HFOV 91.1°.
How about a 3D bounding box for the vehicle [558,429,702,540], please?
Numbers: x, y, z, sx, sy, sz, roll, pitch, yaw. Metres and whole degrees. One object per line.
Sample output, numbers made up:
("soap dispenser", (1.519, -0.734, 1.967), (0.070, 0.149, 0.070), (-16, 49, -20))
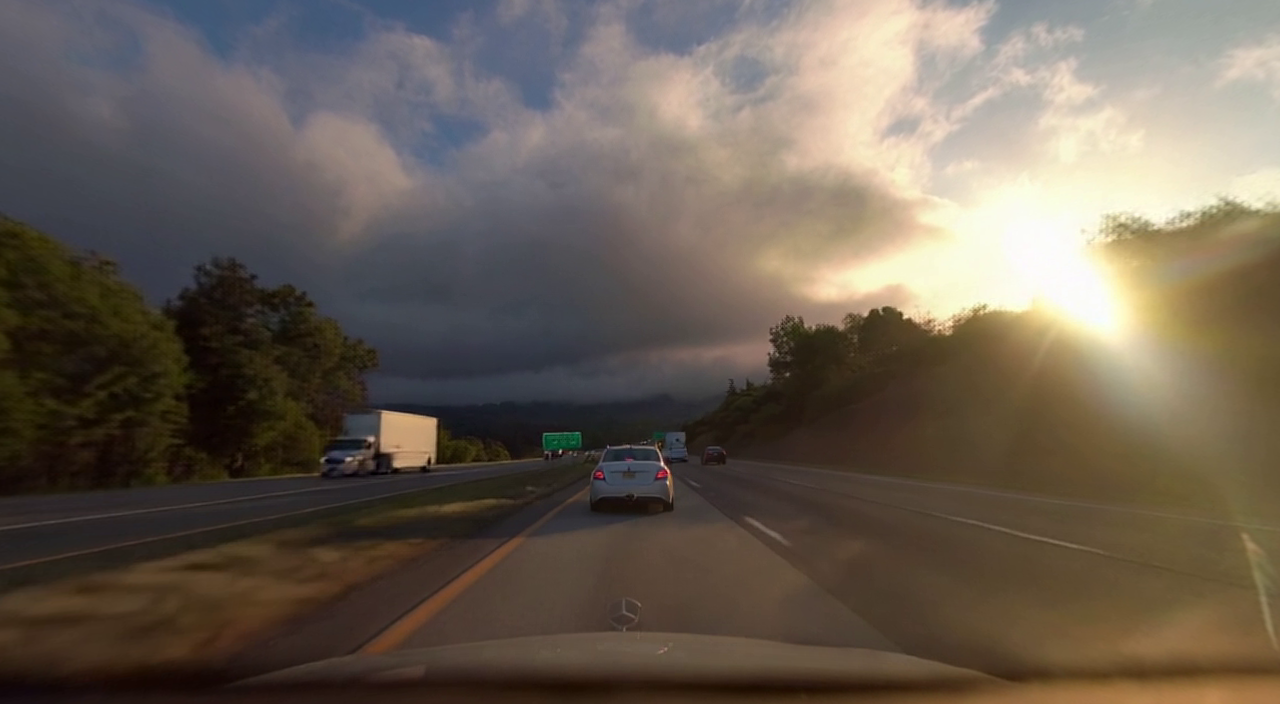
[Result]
("vehicle", (-0.165, 2.204, 11.016), (2.088, 1.580, 3.657), (0, -9, -1))

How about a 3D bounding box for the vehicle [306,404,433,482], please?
("vehicle", (-13.300, 4.656, 31.888), (2.757, 3.414, 7.910), (-1, -9, 1))

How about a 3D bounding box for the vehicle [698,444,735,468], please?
("vehicle", (4.931, 6.772, 41.081), (1.931, 1.516, 3.995), (0, -9, 0))
